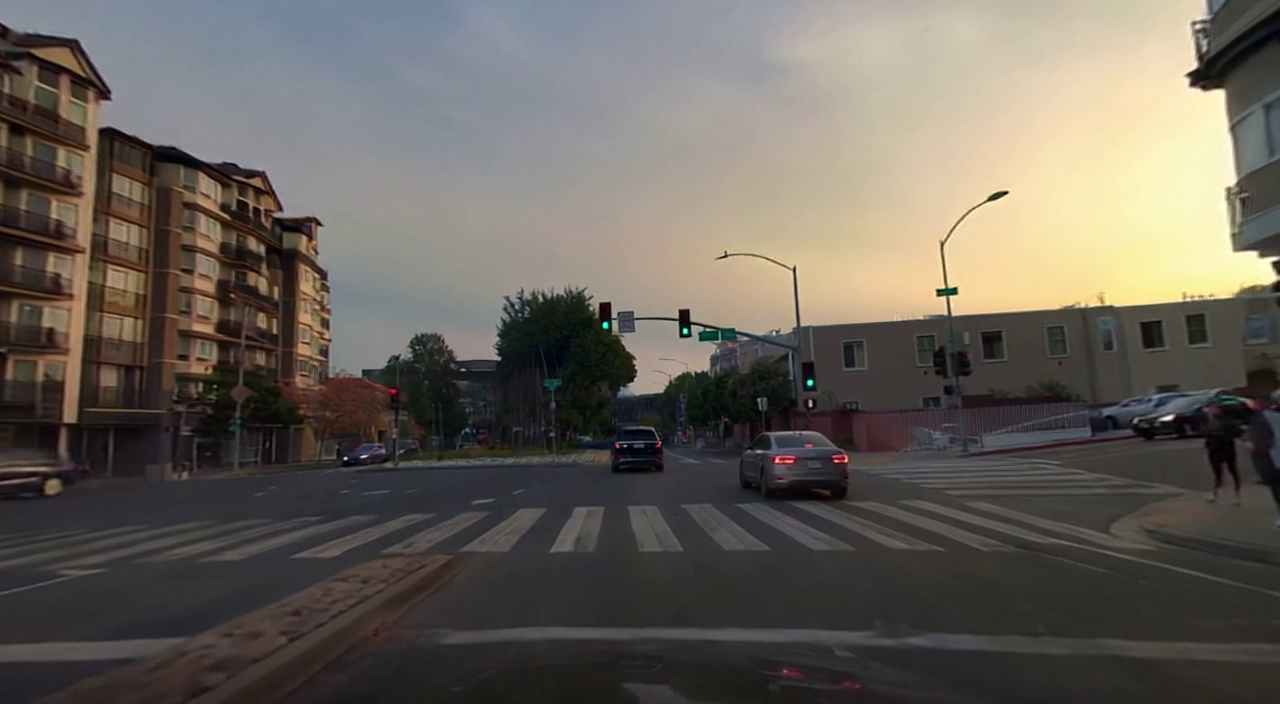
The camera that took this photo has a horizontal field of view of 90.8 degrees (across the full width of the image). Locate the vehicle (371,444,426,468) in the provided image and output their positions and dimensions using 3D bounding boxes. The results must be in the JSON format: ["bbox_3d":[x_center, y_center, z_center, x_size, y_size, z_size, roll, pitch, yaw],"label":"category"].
[{"bbox_3d":[-17.071,7.372,44.952,2.011,1.630,4.541,0,-8,2],"label":"vehicle"}]

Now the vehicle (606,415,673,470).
[{"bbox_3d":[0.026,3.260,22.747,2.168,1.776,4.135,0,-8,1],"label":"vehicle"}]

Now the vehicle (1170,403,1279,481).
[{"bbox_3d":[13.896,1.848,12.960,4.354,1.466,1.863,0,-8,-1],"label":"vehicle"}]

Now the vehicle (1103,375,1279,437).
[{"bbox_3d":[20.276,1.975,22.811,5.146,1.699,2.269,-5,-9,0],"label":"vehicle"}]

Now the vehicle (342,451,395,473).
[{"bbox_3d":[-20.215,8.177,47.199,1.979,1.488,4.473,0,-8,0],"label":"vehicle"}]

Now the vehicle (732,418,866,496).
[{"bbox_3d":[3.516,2.439,14.964,1.987,1.538,4.510,0,-8,0],"label":"vehicle"}]
